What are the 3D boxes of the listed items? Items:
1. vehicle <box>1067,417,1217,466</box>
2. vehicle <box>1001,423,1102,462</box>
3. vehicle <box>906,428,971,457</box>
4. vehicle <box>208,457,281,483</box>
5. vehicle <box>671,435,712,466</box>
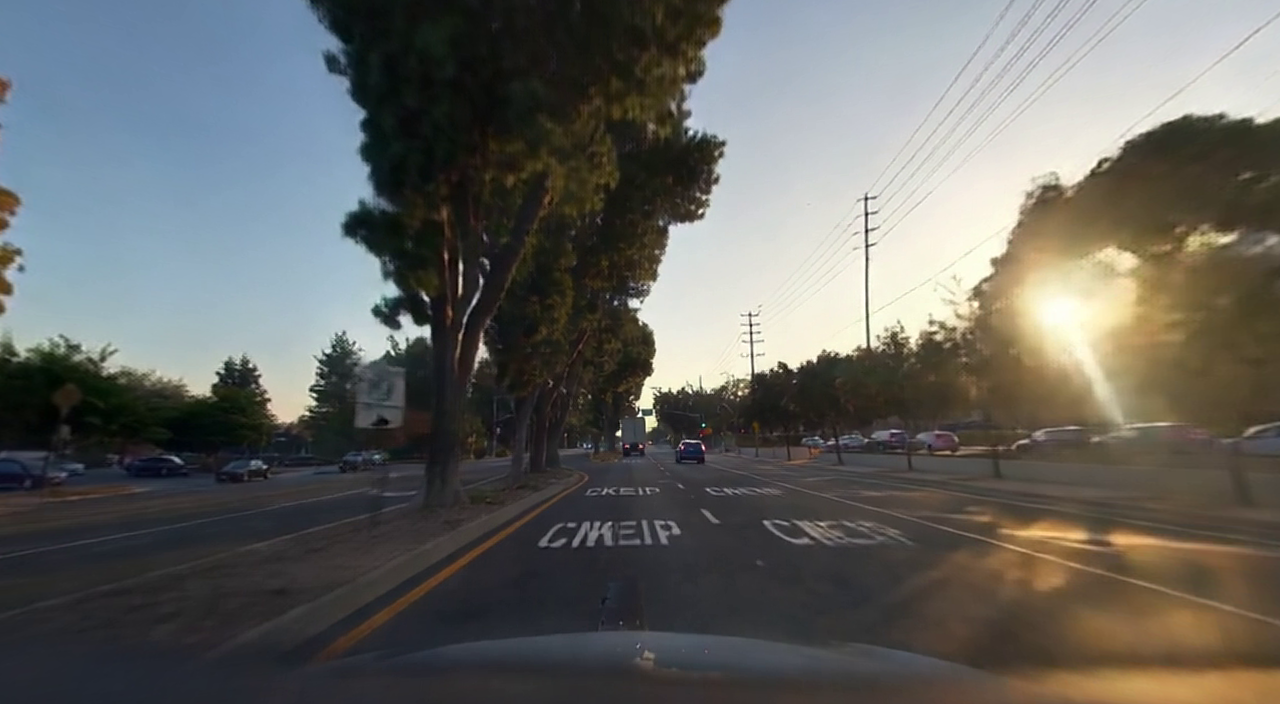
[{"bbox_3d":[20.096,3.642,25.658,1.941,1.784,4.967,0,-8,-1],"label":"vehicle"},{"bbox_3d":[20.118,4.481,31.145,1.939,1.753,4.469,0,-8,0],"label":"vehicle"},{"bbox_3d":[20.396,6.241,43.444,1.993,1.854,5.008,0,-8,-1],"label":"vehicle"},{"bbox_3d":[-26.253,7.823,42.108,1.883,1.482,4.779,0,-8,-2],"label":"vehicle"},{"bbox_3d":[3.111,6.079,39.152,2.086,1.803,4.607,0,-8,-1],"label":"vehicle"}]
